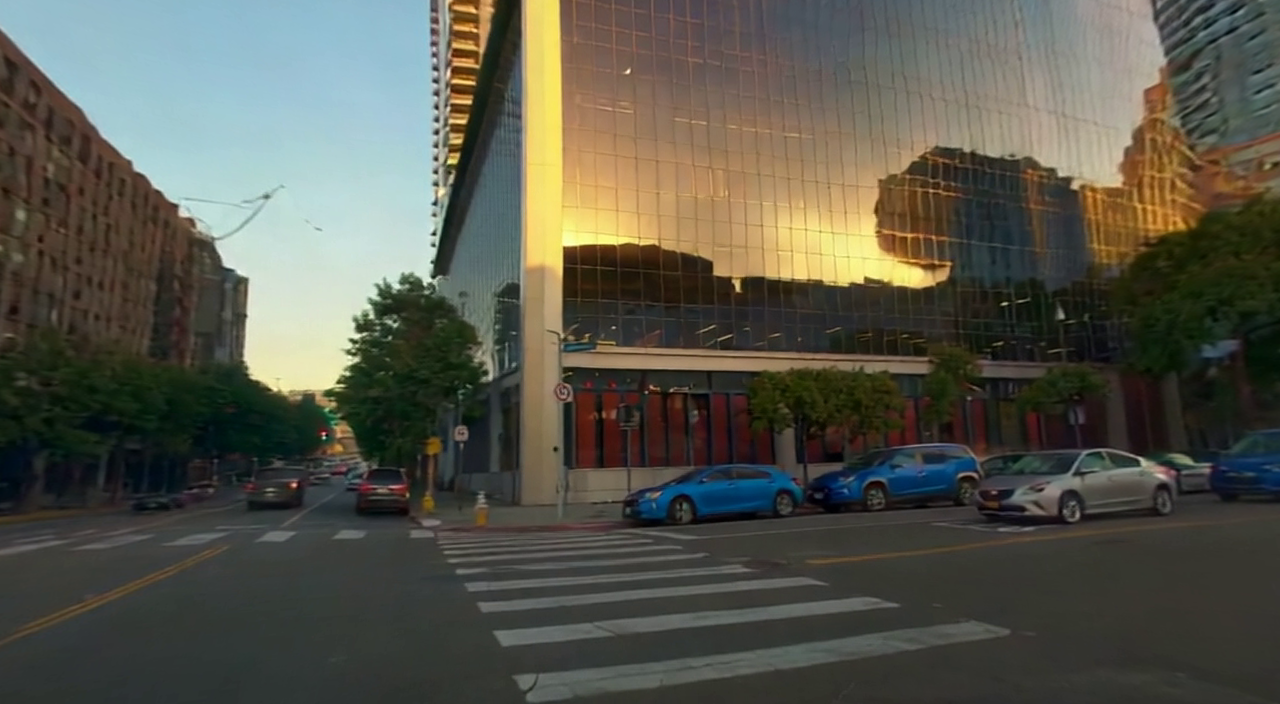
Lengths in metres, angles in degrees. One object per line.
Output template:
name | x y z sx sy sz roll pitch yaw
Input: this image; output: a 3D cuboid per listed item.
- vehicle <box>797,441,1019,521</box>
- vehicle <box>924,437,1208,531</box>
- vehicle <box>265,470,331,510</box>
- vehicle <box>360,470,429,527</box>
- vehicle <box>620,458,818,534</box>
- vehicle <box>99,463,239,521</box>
vehicle | 8.058 3.775 19.030 6.107 2.086 2.348 3 -10 -21
vehicle | 8.359 2.506 12.470 4.888 1.558 2.017 3 -10 -20
vehicle | -16.564 6.675 30.822 2.025 1.625 4.596 3 -10 -19
vehicle | -9.553 5.634 24.812 2.174 1.780 5.051 3 -10 -19
vehicle | 2.047 3.784 16.690 4.705 1.732 1.996 3 -15 -21
vehicle | -20.130 5.934 27.543 2.810 2.036 6.550 3 -10 -18
